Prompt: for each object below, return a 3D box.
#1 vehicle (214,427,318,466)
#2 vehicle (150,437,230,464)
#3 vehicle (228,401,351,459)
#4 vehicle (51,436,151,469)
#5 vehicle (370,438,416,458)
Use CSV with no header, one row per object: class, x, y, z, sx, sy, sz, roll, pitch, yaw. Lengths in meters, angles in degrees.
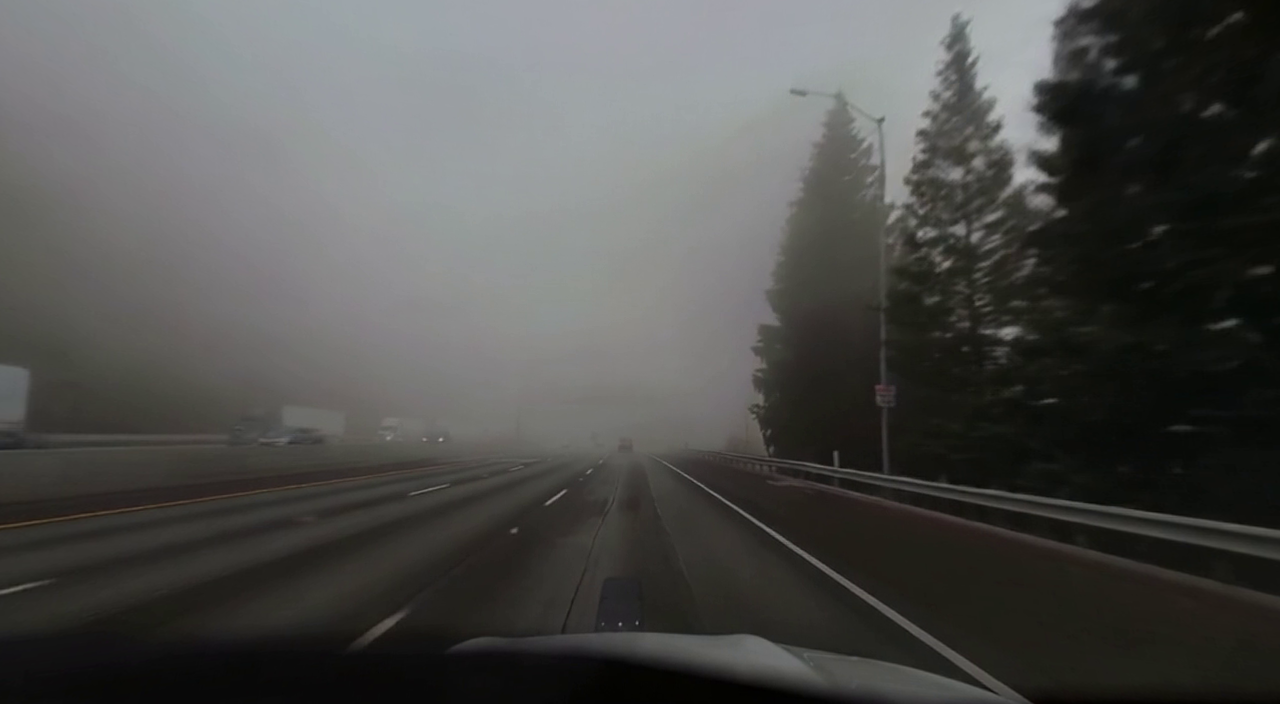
vehicle,-17.955,4.536,30.598,2.070,1.725,4.946,0,-8,-1
vehicle,-25.866,5.663,36.398,1.741,1.455,3.896,0,-8,0
vehicle,-26.118,6.005,48.020,2.922,3.800,11.932,0,-8,-2
vehicle,-25.566,4.746,30.049,1.694,1.429,3.479,0,-8,-1
vehicle,-18.981,7.372,48.626,1.896,1.425,4.391,0,-8,-1
